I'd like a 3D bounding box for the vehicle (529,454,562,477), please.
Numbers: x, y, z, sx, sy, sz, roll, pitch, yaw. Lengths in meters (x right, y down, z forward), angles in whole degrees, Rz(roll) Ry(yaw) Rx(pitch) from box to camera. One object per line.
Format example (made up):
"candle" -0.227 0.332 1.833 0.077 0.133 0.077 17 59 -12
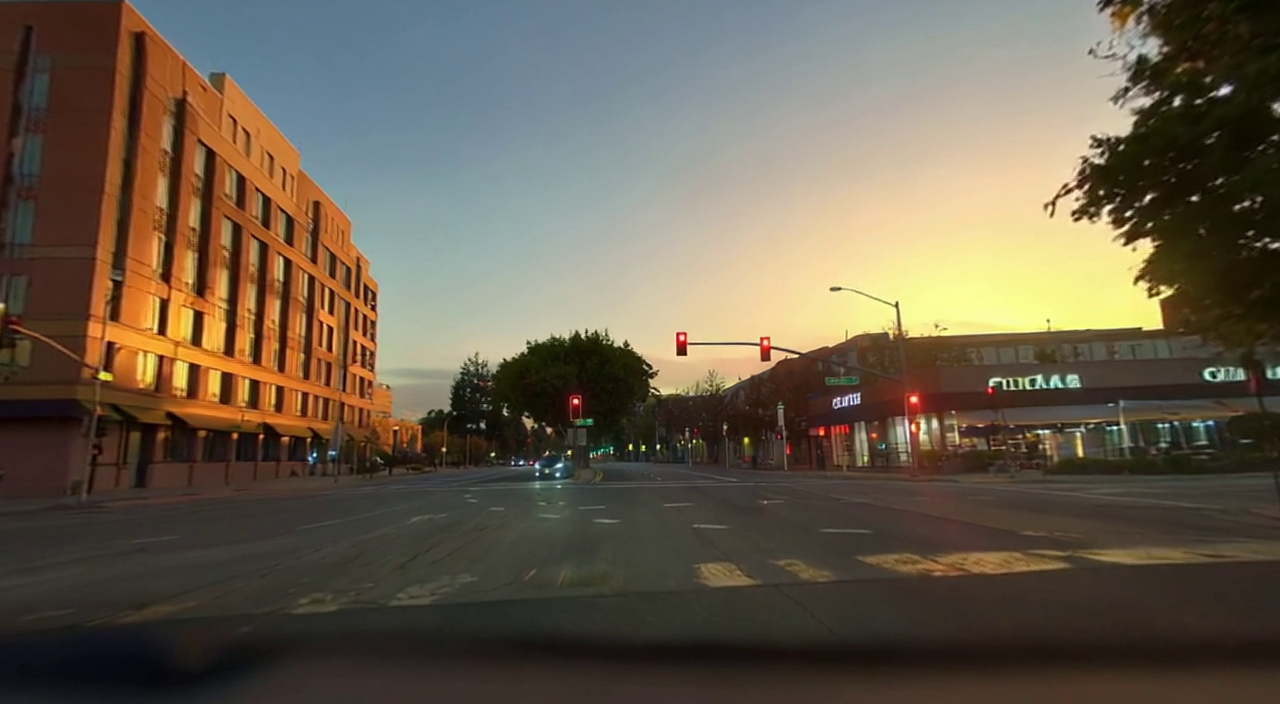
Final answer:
"vehicle" -6.581 7.911 44.326 1.894 1.474 4.332 0 -8 -3
